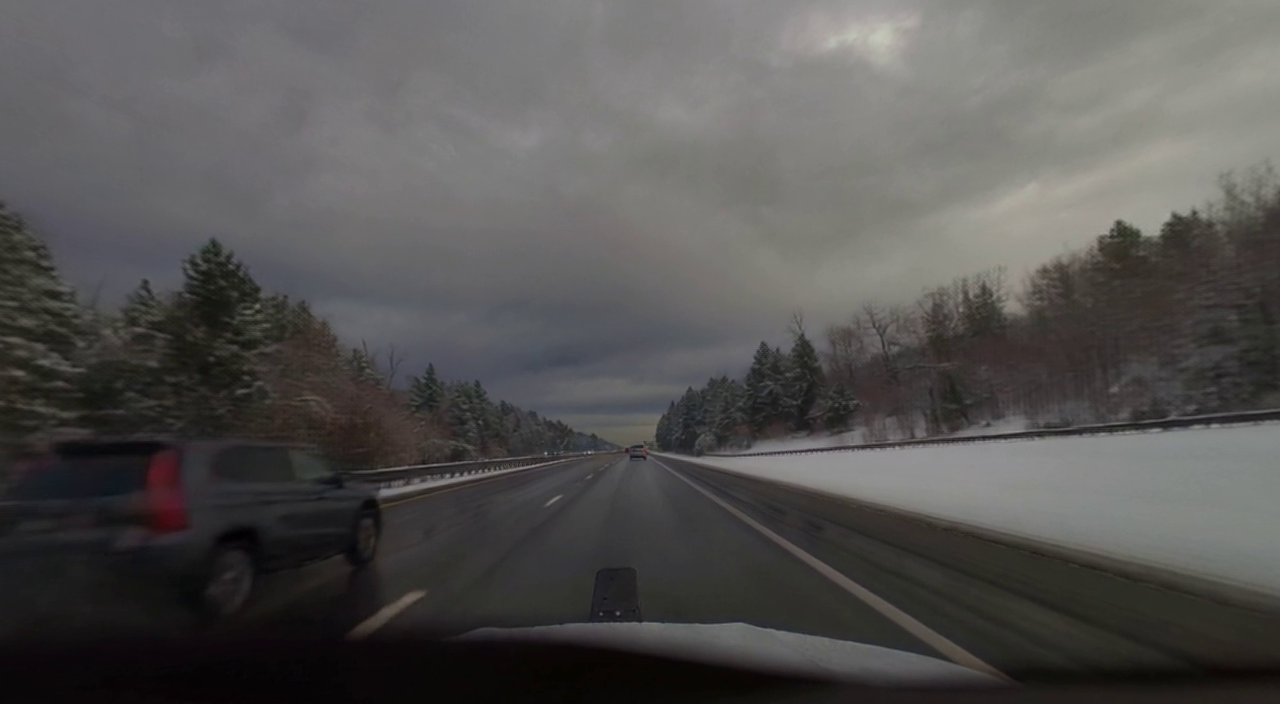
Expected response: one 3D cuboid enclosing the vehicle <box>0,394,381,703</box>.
[{"bbox_3d":[-4.121,1.338,5.148,1.958,1.587,4.801,0,-9,0],"label":"vehicle"}]
